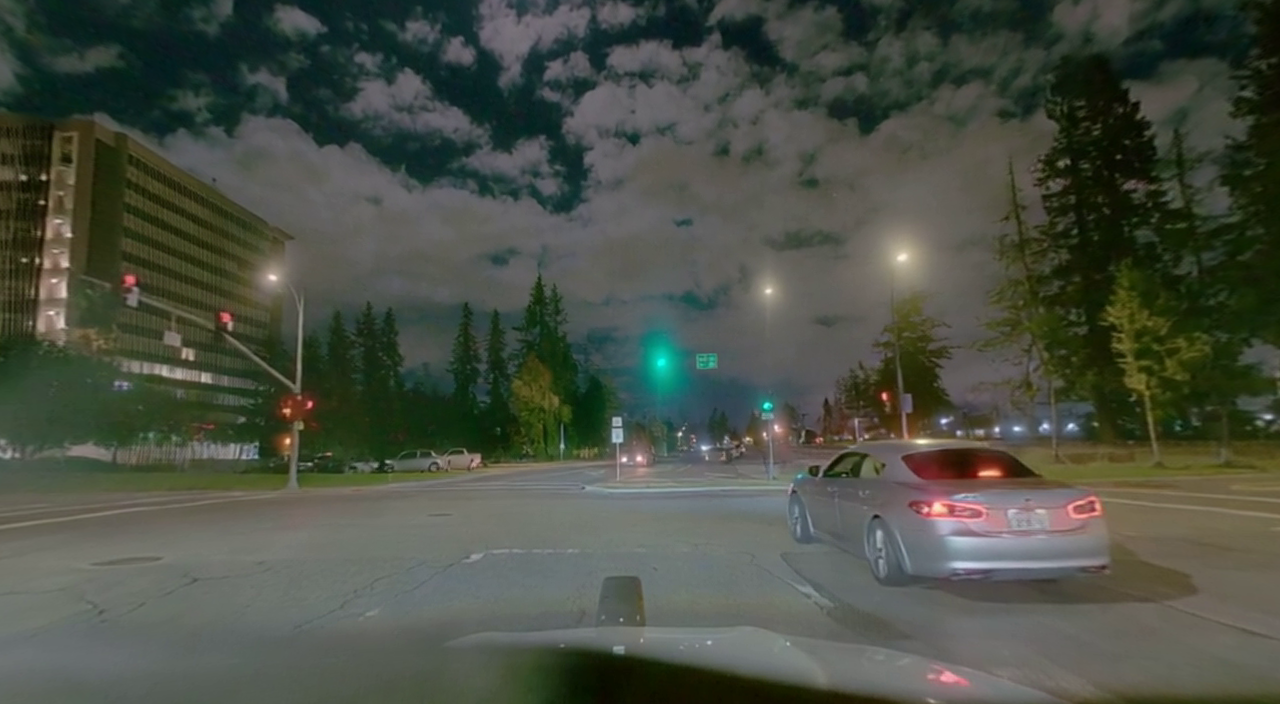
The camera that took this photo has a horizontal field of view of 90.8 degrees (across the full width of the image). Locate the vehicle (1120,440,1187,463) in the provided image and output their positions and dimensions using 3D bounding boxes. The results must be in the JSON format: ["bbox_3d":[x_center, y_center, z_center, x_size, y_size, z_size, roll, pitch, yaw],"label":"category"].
[{"bbox_3d":[35.365,6.885,43.593,1.649,1.463,3.507,-1,-10,1],"label":"vehicle"}]

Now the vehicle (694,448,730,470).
[{"bbox_3d":[5.016,7.553,44.724,1.983,1.453,4.180,0,-9,-1],"label":"vehicle"}]

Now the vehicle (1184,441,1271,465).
[{"bbox_3d":[40.878,7.098,44.106,2.029,1.521,4.015,-1,-10,-2],"label":"vehicle"}]

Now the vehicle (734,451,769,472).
[{"bbox_3d":[7.896,7.761,44.987,1.889,1.358,3.751,0,-9,1],"label":"vehicle"}]

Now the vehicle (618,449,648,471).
[{"bbox_3d":[-0.529,7.664,45.023,2.024,1.489,4.613,0,-9,-1],"label":"vehicle"}]

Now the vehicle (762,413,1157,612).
[{"bbox_3d":[2.982,1.593,7.187,1.903,1.529,4.254,1,-9,-6],"label":"vehicle"}]

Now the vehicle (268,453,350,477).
[{"bbox_3d":[-21.189,7.252,40.591,4.207,1.508,1.875,-1,-9,3],"label":"vehicle"}]

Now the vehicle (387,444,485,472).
[{"bbox_3d":[-14.199,7.420,44.245,6.021,1.868,2.172,0,-9,1],"label":"vehicle"}]

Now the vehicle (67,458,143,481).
[{"bbox_3d":[-35.862,7.865,42.478,1.709,1.410,3.945,0,-9,-1],"label":"vehicle"}]
